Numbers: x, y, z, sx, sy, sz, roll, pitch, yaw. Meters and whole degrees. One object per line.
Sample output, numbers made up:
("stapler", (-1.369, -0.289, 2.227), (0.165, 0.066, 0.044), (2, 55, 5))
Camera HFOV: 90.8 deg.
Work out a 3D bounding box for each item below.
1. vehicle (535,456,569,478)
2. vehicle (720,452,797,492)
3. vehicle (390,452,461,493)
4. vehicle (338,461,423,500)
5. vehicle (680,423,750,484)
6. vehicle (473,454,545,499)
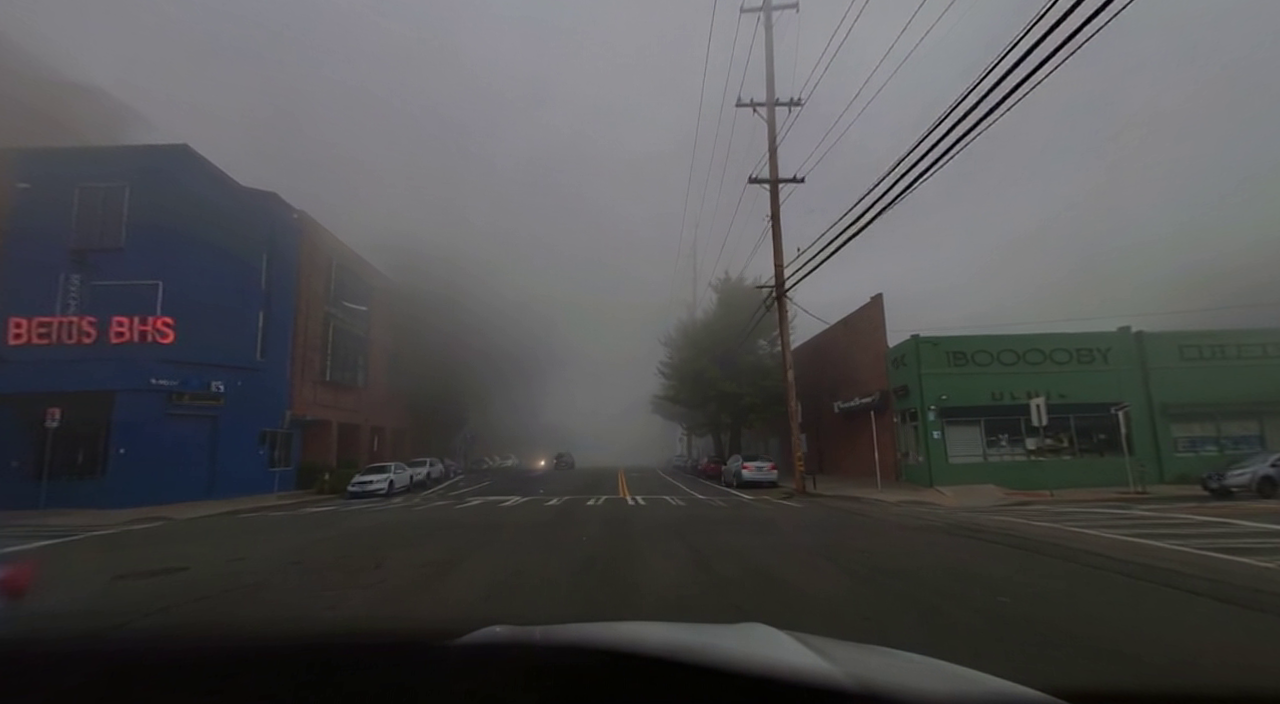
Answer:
("vehicle", (-6.237, 8.184, 45.177), (1.845, 1.469, 4.413), (0, -8, -1))
("vehicle", (5.299, 5.395, 28.826), (1.963, 1.646, 4.204), (2, -9, -12))
("vehicle", (-11.181, 6.289, 33.359), (2.072, 1.818, 4.951), (-3, -9, -1))
("vehicle", (-11.230, 5.573, 27.667), (1.978, 1.452, 4.263), (0, -9, -1))
("vehicle", (4.266, 5.998, 37.554), (2.815, 3.203, 7.558), (0, -9, -3))
("vehicle", (-4.906, 4.698, 24.300), (2.050, 1.505, 4.219), (0, -9, -3))
